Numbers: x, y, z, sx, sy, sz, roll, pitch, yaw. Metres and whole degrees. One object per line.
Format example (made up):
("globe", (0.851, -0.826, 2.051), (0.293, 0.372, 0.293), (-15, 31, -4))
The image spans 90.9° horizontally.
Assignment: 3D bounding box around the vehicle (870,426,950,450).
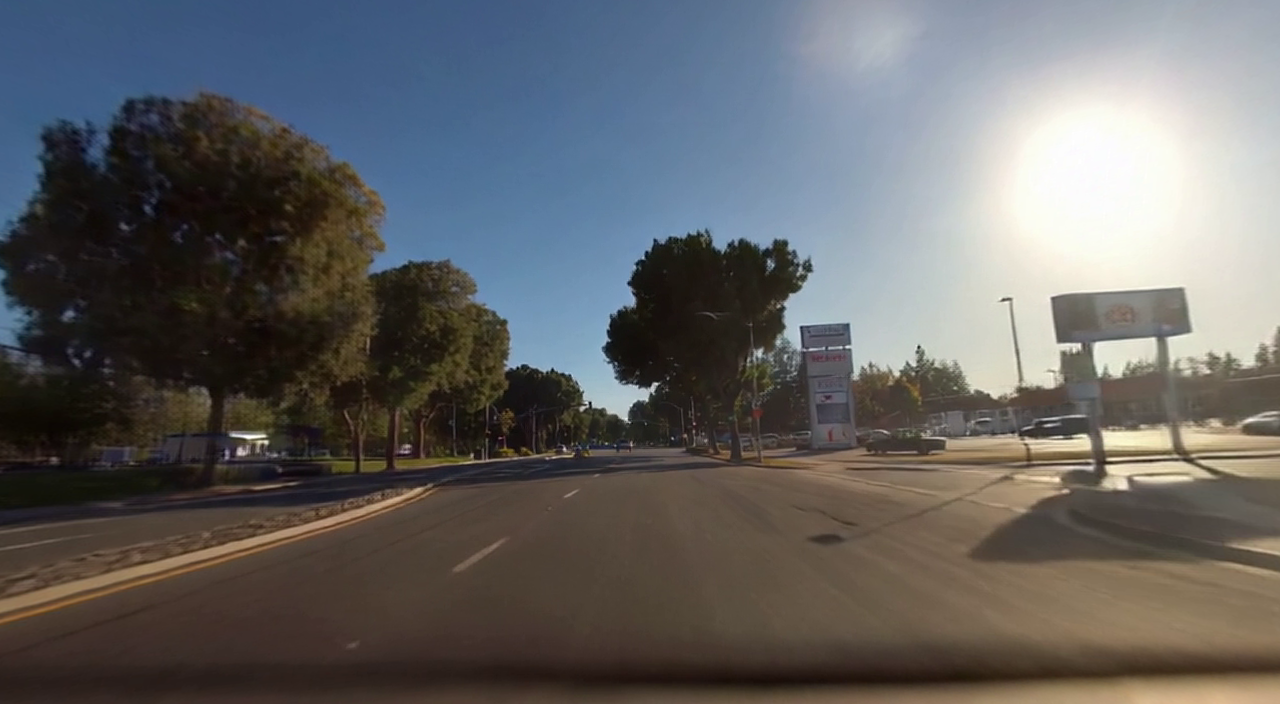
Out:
("vehicle", (18.357, 5.882, 42.886), (4.812, 1.567, 2.123), (-4, -9, 24))
